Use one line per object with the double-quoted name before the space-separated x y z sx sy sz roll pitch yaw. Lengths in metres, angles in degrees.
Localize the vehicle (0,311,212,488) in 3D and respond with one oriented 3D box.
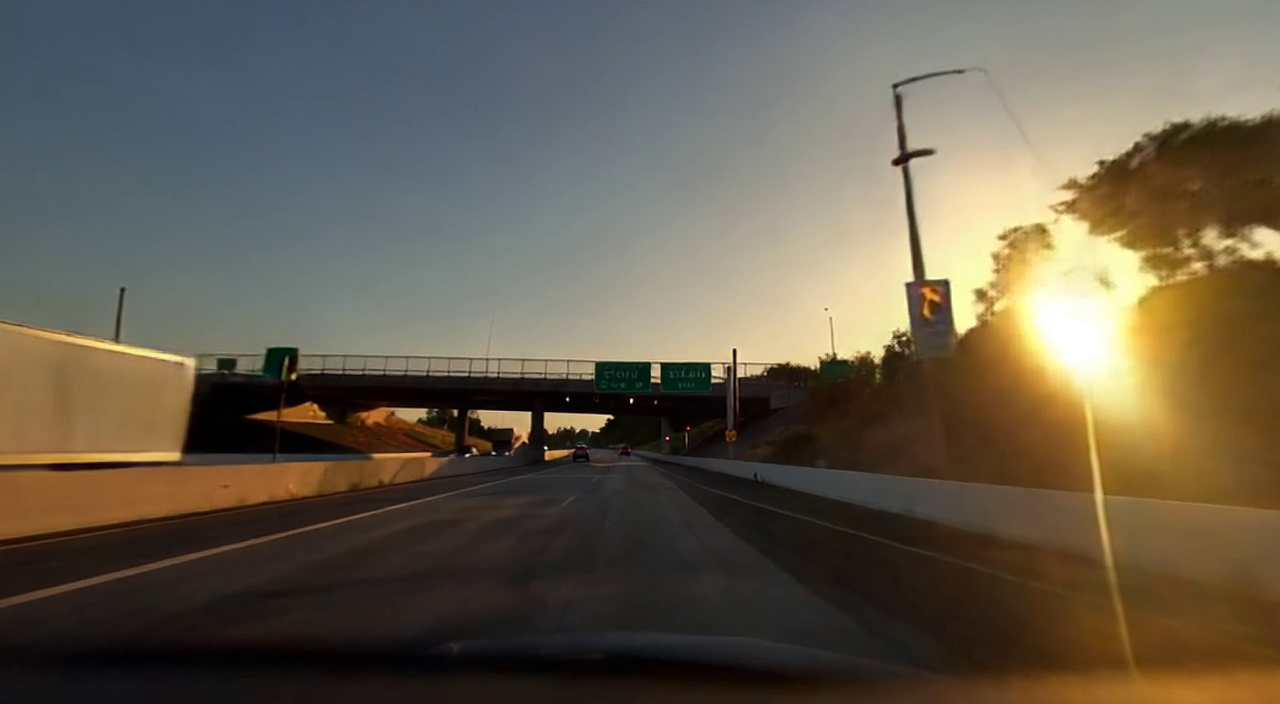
"vehicle" -15.551 1.447 16.426 2.883 3.846 8.312 0 -9 0
